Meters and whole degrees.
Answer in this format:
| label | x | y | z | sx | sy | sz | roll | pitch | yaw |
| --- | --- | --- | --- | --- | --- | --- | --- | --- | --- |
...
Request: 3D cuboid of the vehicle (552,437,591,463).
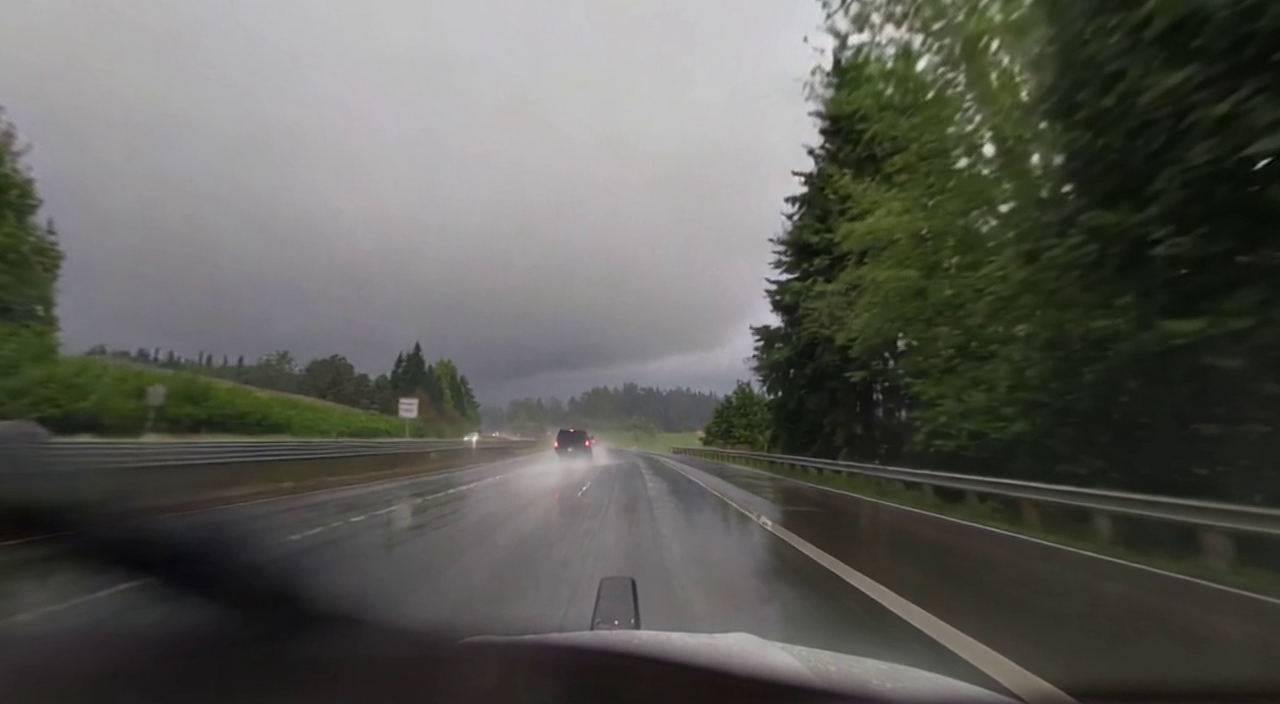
| label | x | y | z | sx | sy | sz | roll | pitch | yaw |
| --- | --- | --- | --- | --- | --- | --- | --- | --- | --- |
| vehicle | -4.572 | 6.665 | 42.849 | 2.217 | 1.604 | 4.614 | 0 | -8 | -1 |
